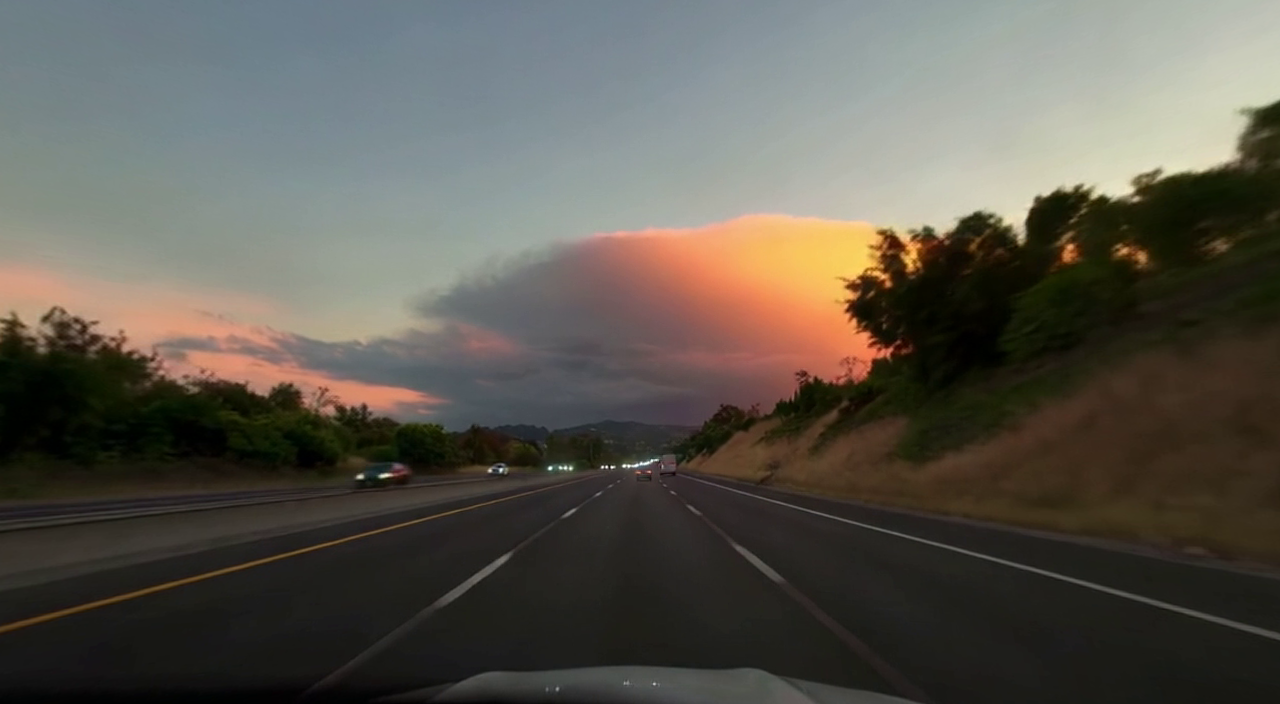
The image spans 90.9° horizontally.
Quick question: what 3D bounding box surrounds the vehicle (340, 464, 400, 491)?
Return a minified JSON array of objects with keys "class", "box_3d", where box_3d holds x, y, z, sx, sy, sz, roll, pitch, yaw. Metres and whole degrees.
[{"class":"vehicle","box_3d":[-16.212,7.523,38.012,1.886,1.498,3.705,1,-10,0]}]
